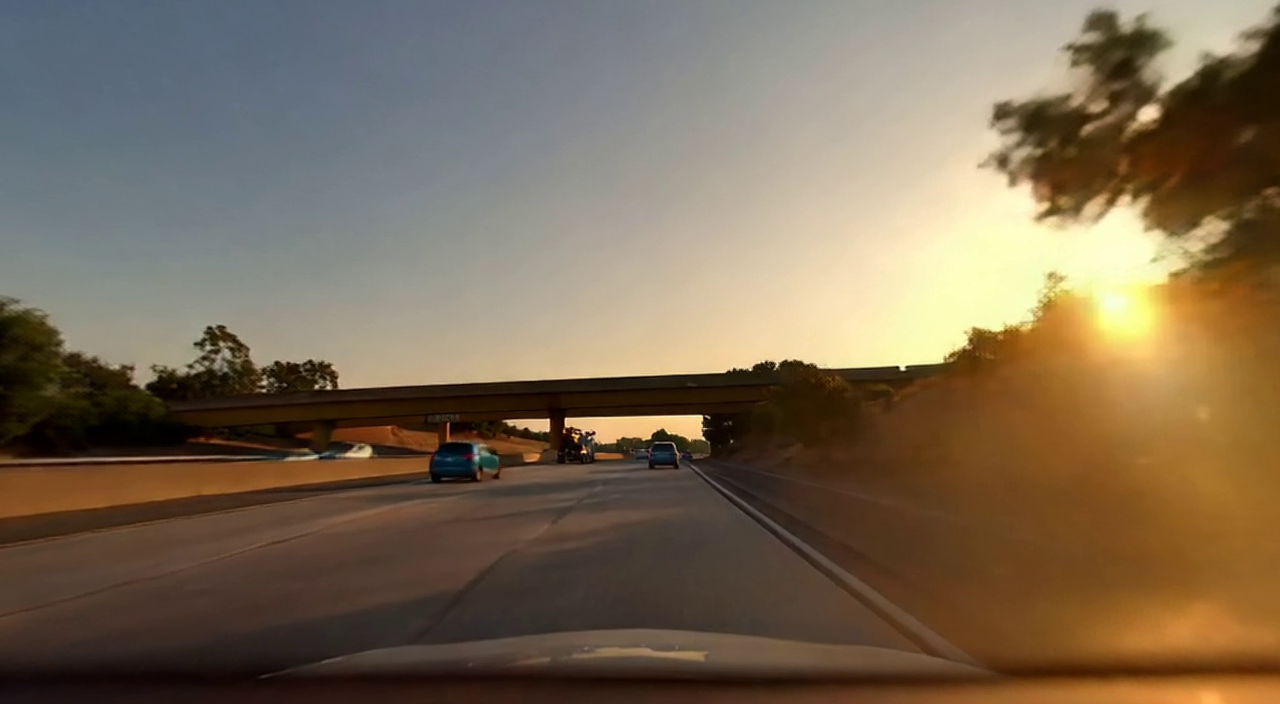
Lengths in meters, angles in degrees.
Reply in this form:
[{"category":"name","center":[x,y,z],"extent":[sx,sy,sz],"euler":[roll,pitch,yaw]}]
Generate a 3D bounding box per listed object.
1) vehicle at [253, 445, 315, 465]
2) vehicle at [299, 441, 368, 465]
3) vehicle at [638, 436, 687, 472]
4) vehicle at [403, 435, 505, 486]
[{"category":"vehicle","center":[-26.936,7.786,47.880],"extent":[1.775,1.461,4.694],"euler":[0,-8,3]},{"category":"vehicle","center":[-20.170,6.682,41.743],"extent":[1.889,1.480,4.980],"euler":[0,-8,2]},{"category":"vehicle","center":[1.168,5.243,32.565],"extent":[2.336,1.722,4.212],"euler":[0,-8,2]},{"category":"vehicle","center":[-6.564,3.855,22.903],"extent":[2.115,1.644,4.513],"euler":[0,-8,3]}]
